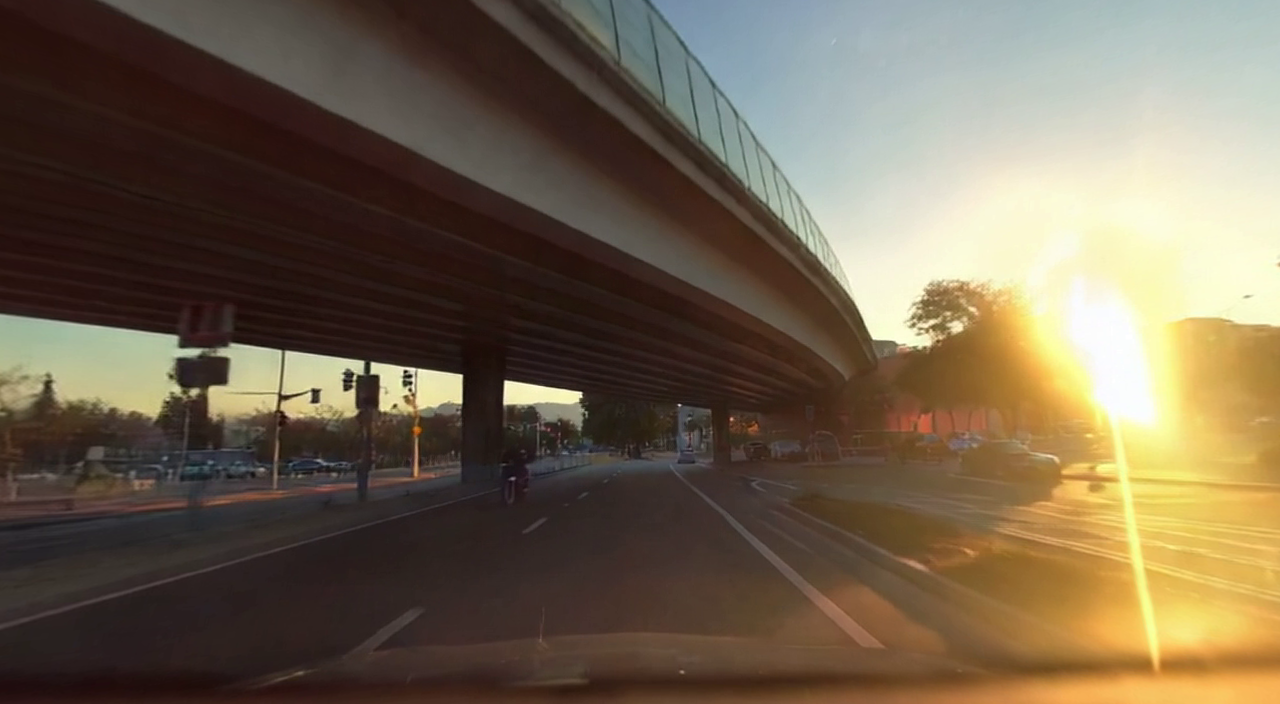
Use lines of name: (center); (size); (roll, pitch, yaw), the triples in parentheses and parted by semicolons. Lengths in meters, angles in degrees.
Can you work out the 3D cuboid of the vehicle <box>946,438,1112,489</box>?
vehicle: (14.459, 4.076, 23.629); (2.078, 1.523, 4.760); (2, -7, -34)
